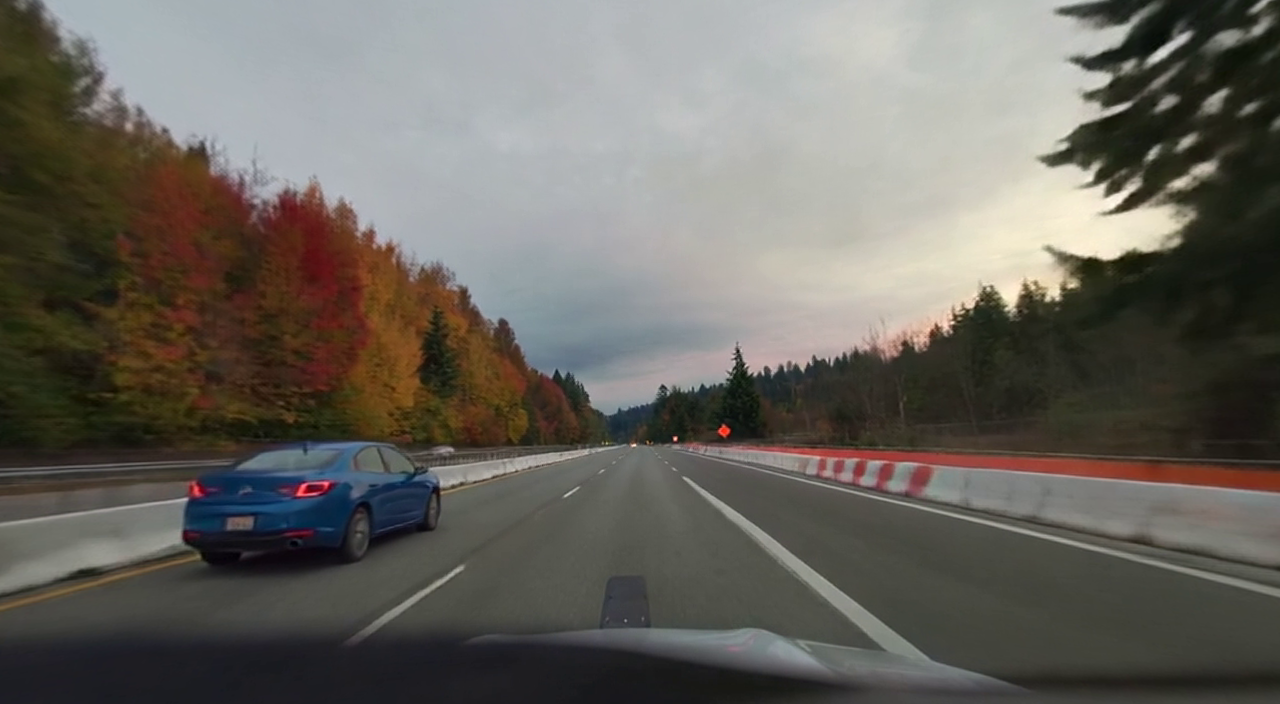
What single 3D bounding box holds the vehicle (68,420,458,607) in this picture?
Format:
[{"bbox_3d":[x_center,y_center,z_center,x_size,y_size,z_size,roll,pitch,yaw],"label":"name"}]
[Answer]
[{"bbox_3d":[-3.688,1.620,7.223,1.902,1.505,4.016,0,-8,1],"label":"vehicle"}]
